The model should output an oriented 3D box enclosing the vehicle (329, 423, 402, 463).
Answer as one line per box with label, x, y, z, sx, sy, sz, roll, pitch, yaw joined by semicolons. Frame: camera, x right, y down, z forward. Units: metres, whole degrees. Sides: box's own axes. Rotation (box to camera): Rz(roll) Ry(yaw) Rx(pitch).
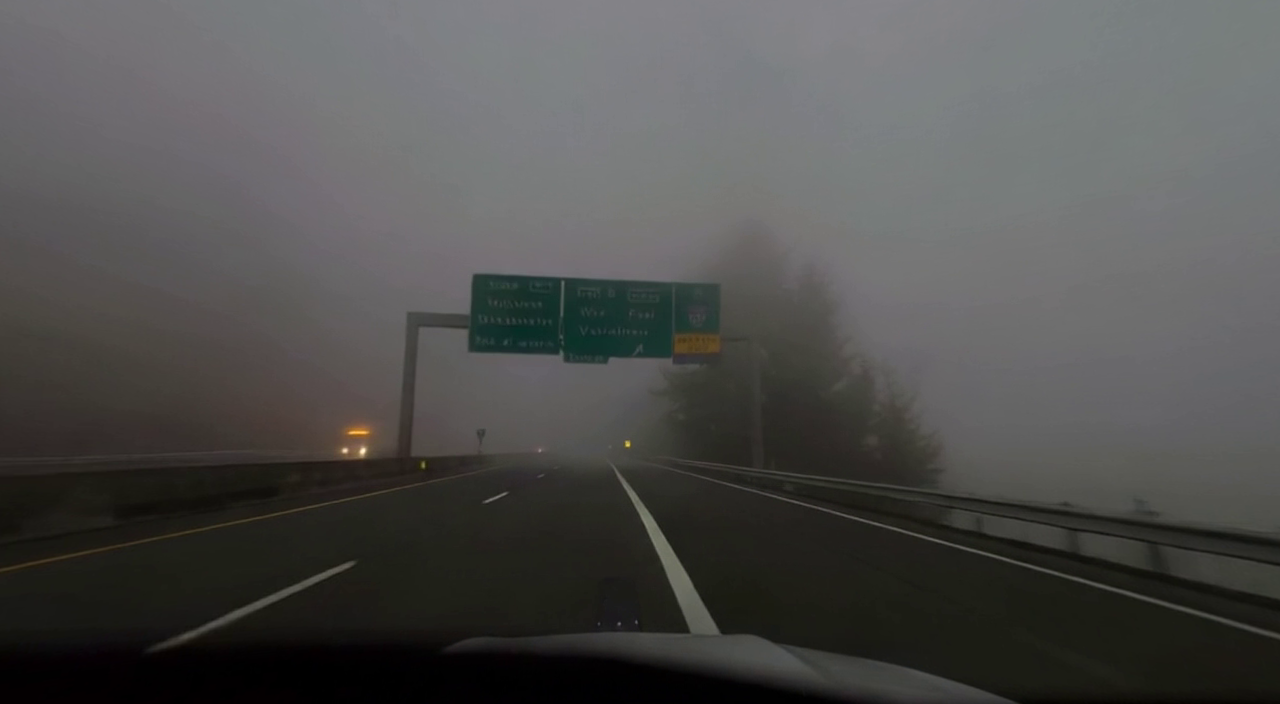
vehicle;-20.556;6.947;47.438;2.621;2.778;7.284;0;-9;-3
